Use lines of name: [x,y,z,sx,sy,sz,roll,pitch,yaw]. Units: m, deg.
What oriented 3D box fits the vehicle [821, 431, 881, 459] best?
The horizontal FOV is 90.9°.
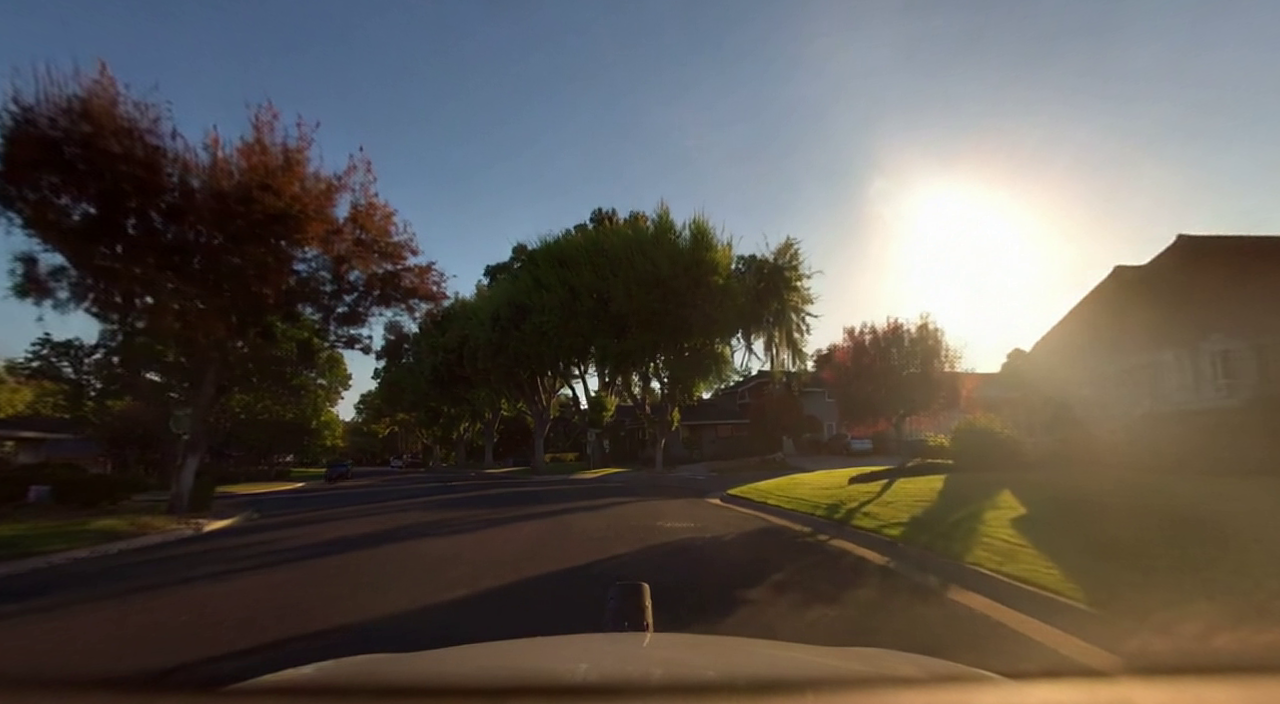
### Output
vehicle: [14.643,6.526,44.073,1.992,1.813,5.079,0,-9,-5]
